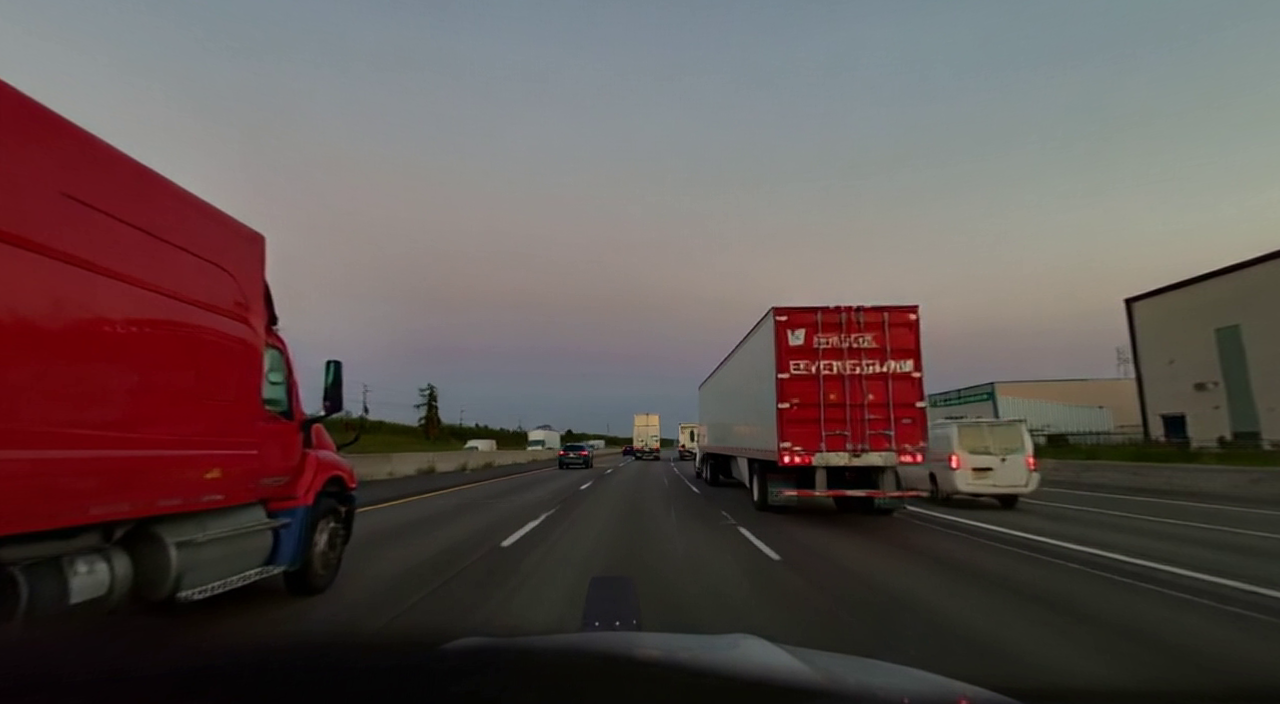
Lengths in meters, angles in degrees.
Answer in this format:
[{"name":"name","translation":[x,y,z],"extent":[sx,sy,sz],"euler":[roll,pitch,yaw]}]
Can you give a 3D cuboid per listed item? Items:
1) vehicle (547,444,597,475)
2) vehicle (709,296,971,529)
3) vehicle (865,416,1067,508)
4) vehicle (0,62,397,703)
[{"name":"vehicle","translation":[-3.430,5.493,32.636],"extent":[2.024,1.472,4.014],"euler":[-1,-8,1]},{"name":"vehicle","translation":[4.092,1.970,17.439],"extent":[2.951,3.974,13.340],"euler":[-1,-8,1]},{"name":"vehicle","translation":[7.977,2.776,16.415],"extent":[2.216,1.918,5.742],"euler":[1,-9,0]},{"name":"vehicle","translation":[-3.783,0.406,3.078],"extent":[2.557,2.855,6.674],"euler":[0,-9,0]}]
